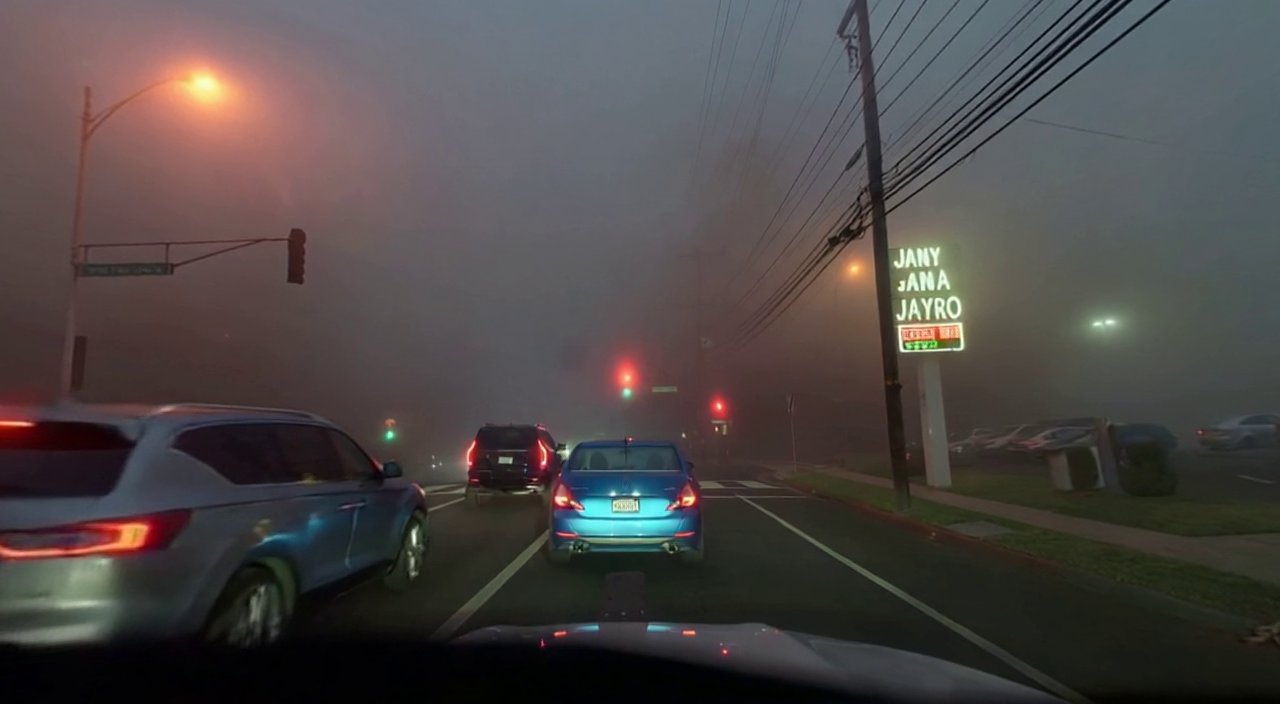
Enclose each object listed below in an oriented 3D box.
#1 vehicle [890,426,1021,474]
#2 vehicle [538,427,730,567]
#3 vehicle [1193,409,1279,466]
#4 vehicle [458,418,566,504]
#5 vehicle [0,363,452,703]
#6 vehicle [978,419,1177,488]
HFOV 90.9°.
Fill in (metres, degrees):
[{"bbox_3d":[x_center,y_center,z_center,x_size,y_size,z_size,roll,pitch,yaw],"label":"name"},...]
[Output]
[{"bbox_3d":[10.638,3.349,21.724,1.842,1.471,4.481,1,-8,-5],"label":"vehicle"},{"bbox_3d":[-0.154,1.871,8.963,2.070,1.481,4.216,0,-8,-3],"label":"vehicle"},{"bbox_3d":[18.723,2.551,18.682,4.446,1.511,1.977,4,-10,-29],"label":"vehicle"},{"bbox_3d":[-3.038,2.690,15.986,2.106,1.852,4.512,0,-8,-4],"label":"vehicle"},{"bbox_3d":[-2.930,1.165,4.448,2.003,1.681,3.878,0,-8,0],"label":"vehicle"},{"bbox_3d":[10.523,2.490,15.678,1.888,1.455,4.268,0,-8,0],"label":"vehicle"}]
